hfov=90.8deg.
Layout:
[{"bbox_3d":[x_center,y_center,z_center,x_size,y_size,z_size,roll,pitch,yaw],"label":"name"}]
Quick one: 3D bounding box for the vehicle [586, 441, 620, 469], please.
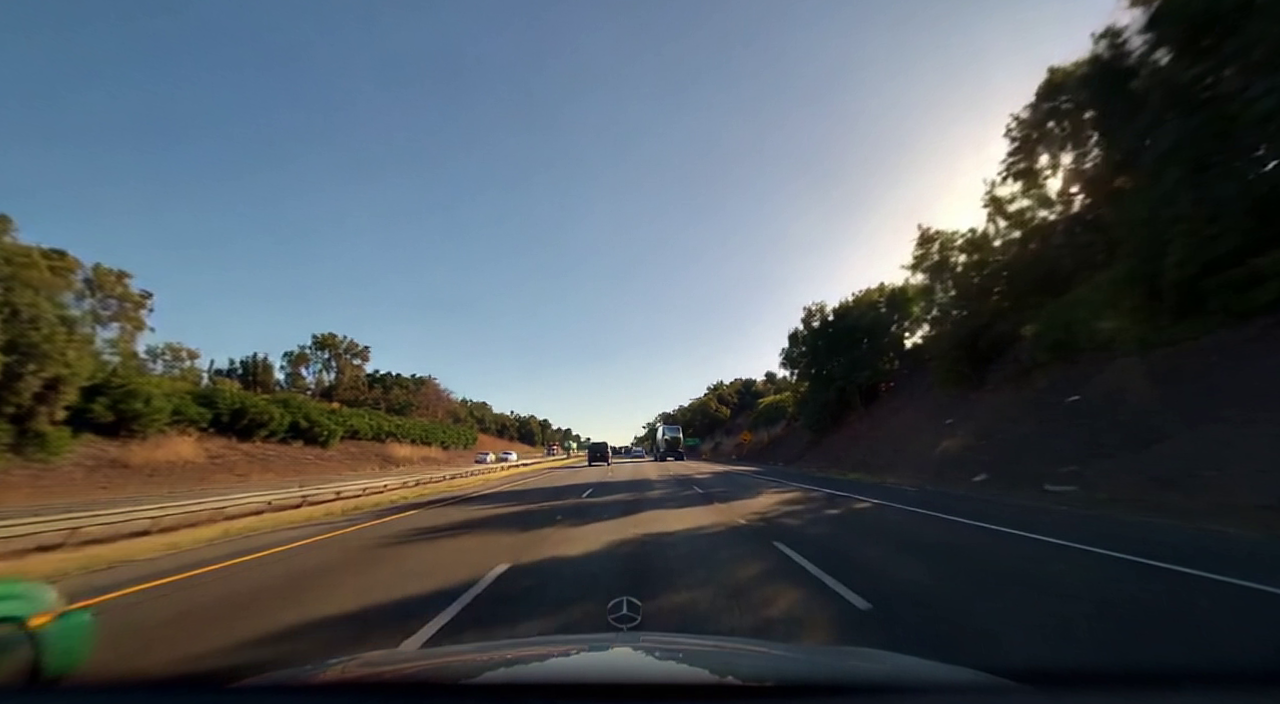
[{"bbox_3d":[-2.701,7.667,47.197,2.190,1.949,4.883,0,-9,0],"label":"vehicle"}]
